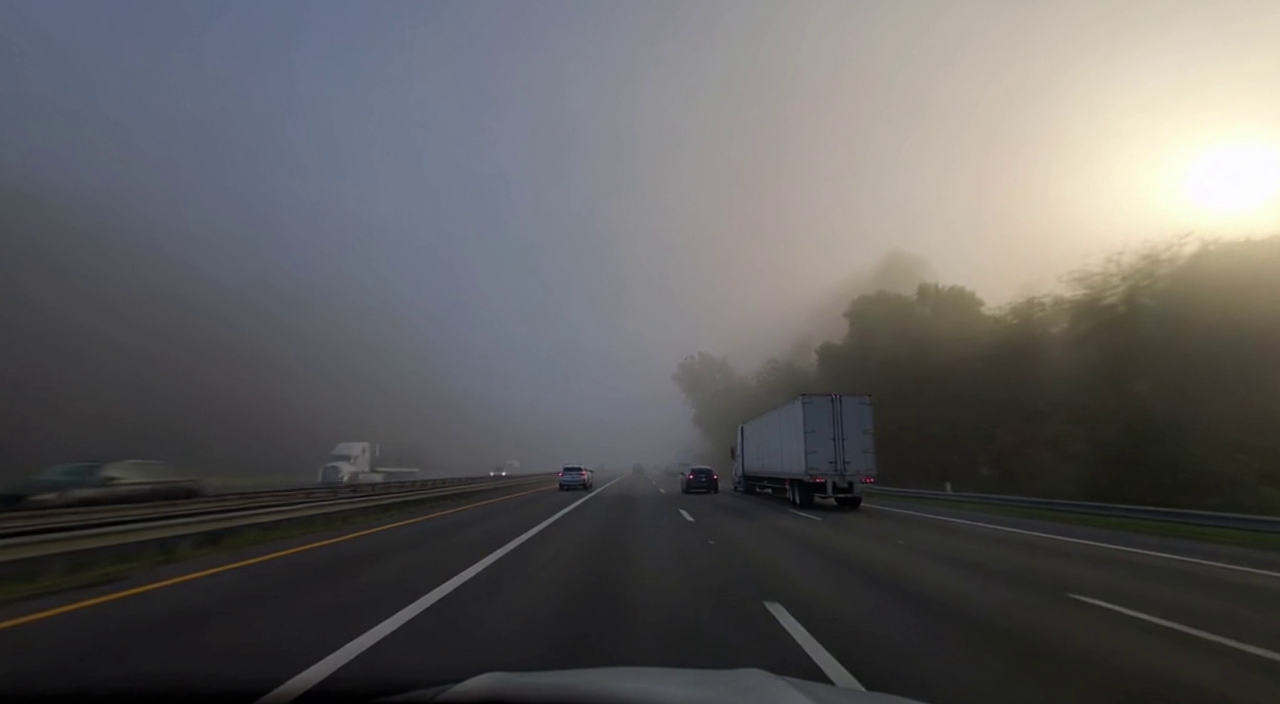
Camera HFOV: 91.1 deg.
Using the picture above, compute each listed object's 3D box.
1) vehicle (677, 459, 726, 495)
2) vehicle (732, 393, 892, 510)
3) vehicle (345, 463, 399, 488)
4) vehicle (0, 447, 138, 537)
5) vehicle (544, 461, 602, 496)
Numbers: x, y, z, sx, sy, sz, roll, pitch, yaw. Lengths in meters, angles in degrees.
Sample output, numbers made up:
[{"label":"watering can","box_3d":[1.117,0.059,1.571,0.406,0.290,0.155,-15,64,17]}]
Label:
[{"label":"vehicle","box_3d":[3.159,6.615,33.357,2.050,1.708,4.457,1,-10,-1]},{"label":"vehicle","box_3d":[7.371,5.100,31.045,2.861,4.086,17.499,1,-10,0]},{"label":"vehicle","box_3d":[-18.642,8.575,43.844,1.851,1.606,4.187,1,-10,0]},{"label":"vehicle","box_3d":[-11.540,2.393,10.853,1.870,1.474,4.645,1,-10,0]},{"label":"vehicle","box_3d":[-3.041,5.903,29.560,2.065,1.485,4.682,1,-10,2]}]
